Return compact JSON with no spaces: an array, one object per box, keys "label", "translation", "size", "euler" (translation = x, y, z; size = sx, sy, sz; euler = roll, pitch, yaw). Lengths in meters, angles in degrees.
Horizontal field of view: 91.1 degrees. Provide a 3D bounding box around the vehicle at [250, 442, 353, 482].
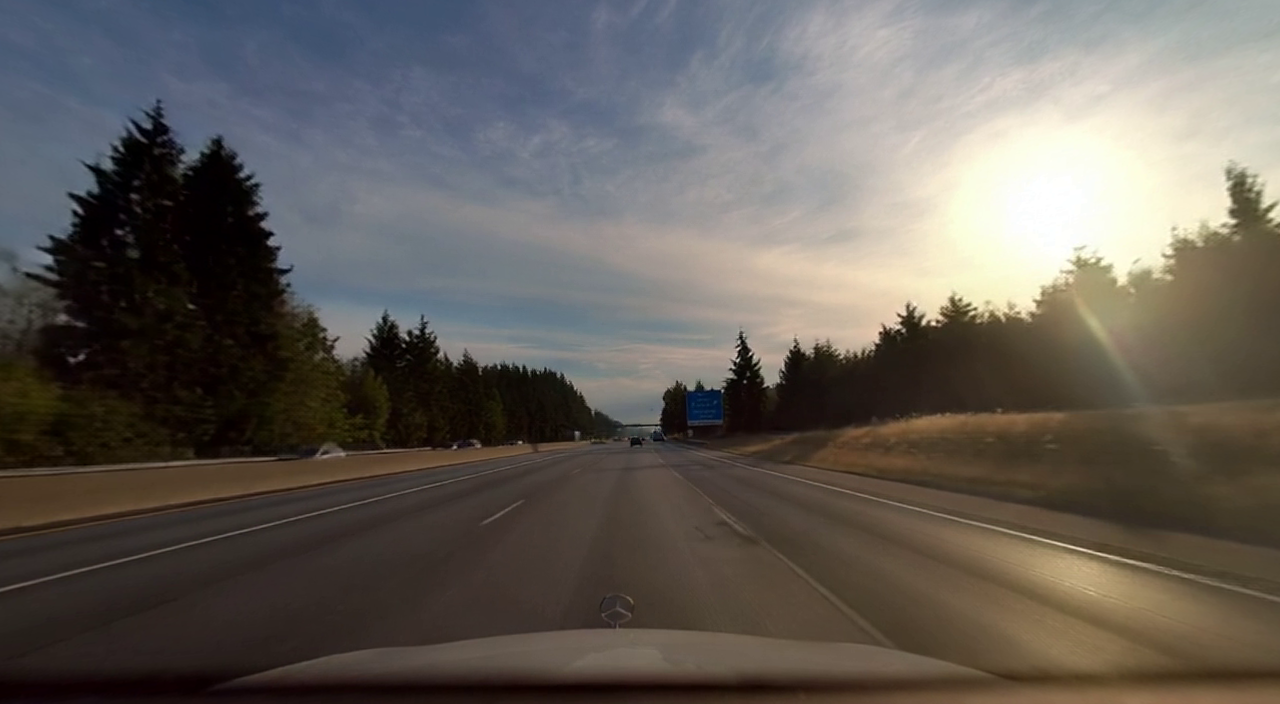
[{"label":"vehicle","translation":[-13.618,4.407,25.627],"size":[1.859,1.433,4.203],"euler":[0,-8,0]}]
